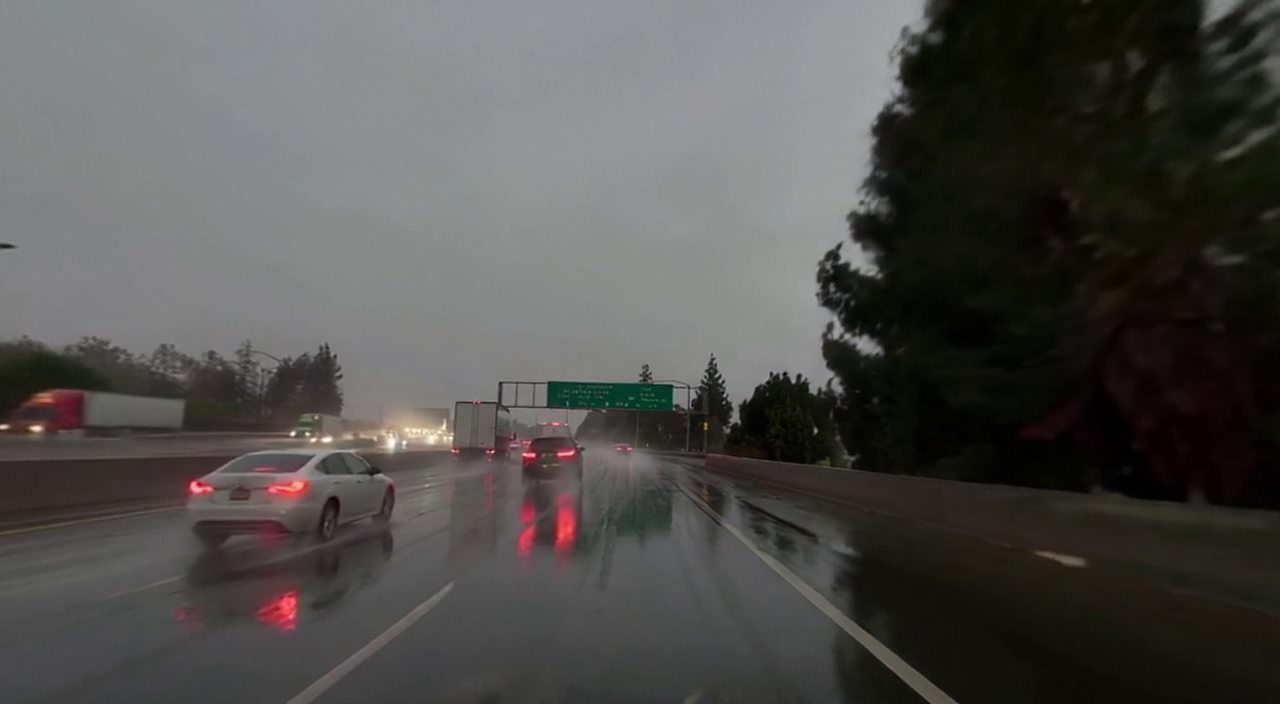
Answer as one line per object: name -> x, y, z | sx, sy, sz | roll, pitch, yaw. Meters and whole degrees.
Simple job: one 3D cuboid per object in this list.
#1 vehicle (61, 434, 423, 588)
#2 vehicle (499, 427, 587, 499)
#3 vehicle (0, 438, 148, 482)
vehicle -> -4.598, 1.859, 8.404 | 1.932, 1.445, 4.625 | 0, -8, -2
vehicle -> -2.659, 3.193, 18.642 | 2.093, 1.785, 5.303 | 0, -8, -4
vehicle -> -21.624, 4.092, 24.277 | 1.968, 1.477, 4.594 | 0, -8, -3
